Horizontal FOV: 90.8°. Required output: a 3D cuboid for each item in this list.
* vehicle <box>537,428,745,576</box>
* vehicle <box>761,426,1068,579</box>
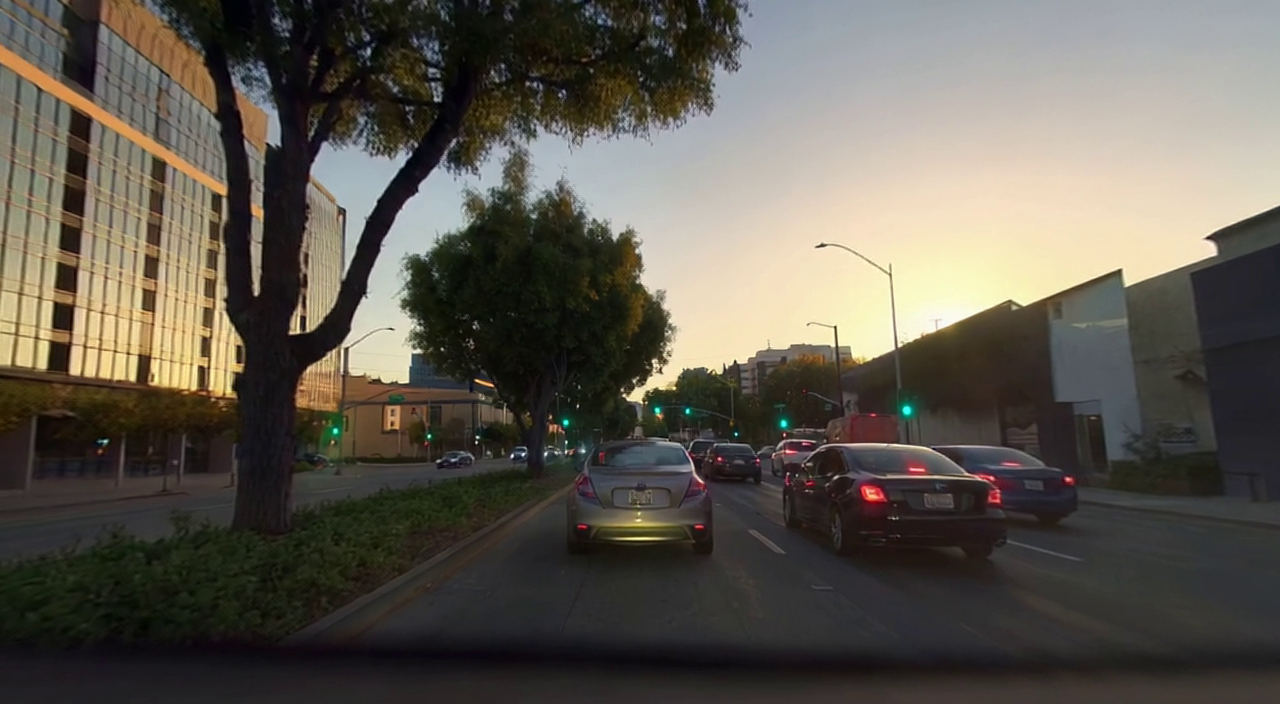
[{"bbox_3d":[-0.036,1.825,8.532,2.105,1.474,4.127,0,-8,-1],"label":"vehicle"},{"bbox_3d":[3.134,1.809,8.513,1.995,1.483,4.533,0,-8,-2],"label":"vehicle"}]
